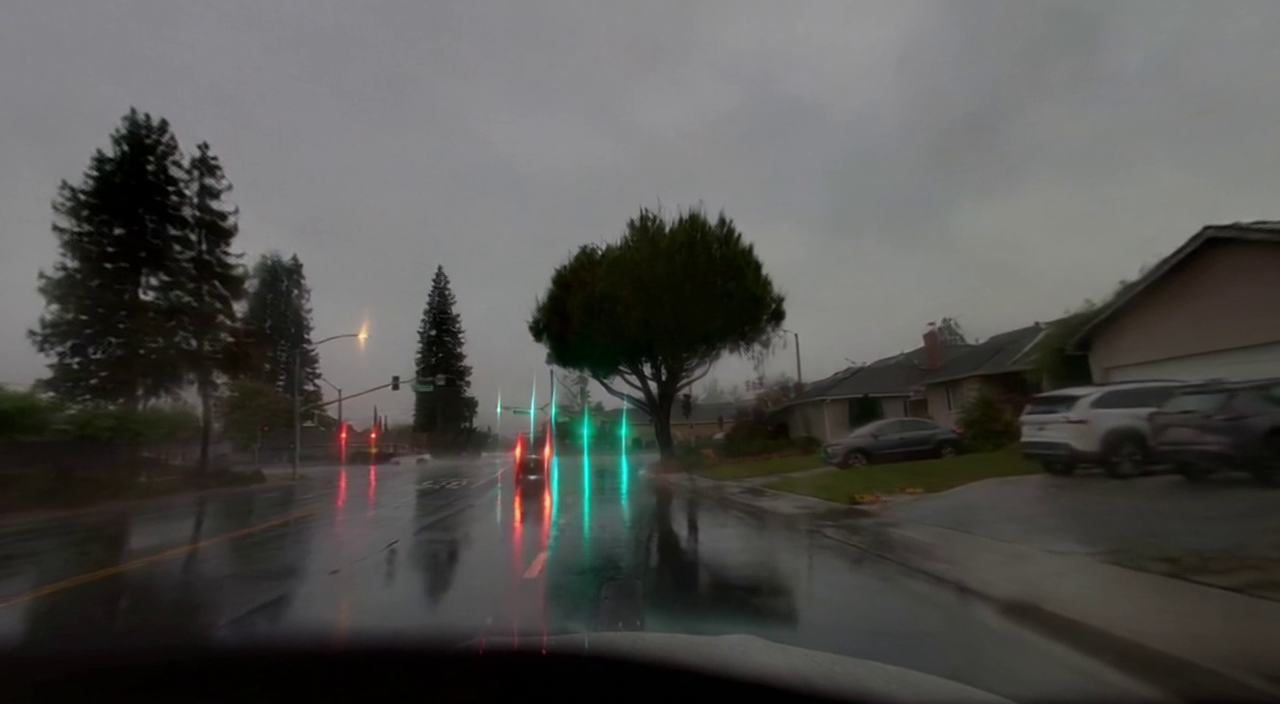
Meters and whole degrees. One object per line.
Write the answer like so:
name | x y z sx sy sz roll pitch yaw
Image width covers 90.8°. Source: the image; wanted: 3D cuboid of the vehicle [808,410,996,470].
vehicle | 7.605 2.598 18.616 4.663 1.618 1.962 1 -9 -7

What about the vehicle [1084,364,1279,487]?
vehicle | 9.405 1.109 9.336 4.231 1.592 1.953 0 -9 -4

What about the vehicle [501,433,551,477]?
vehicle | -5.171 4.726 29.282 2.041 1.834 4.679 1 -9 -8
